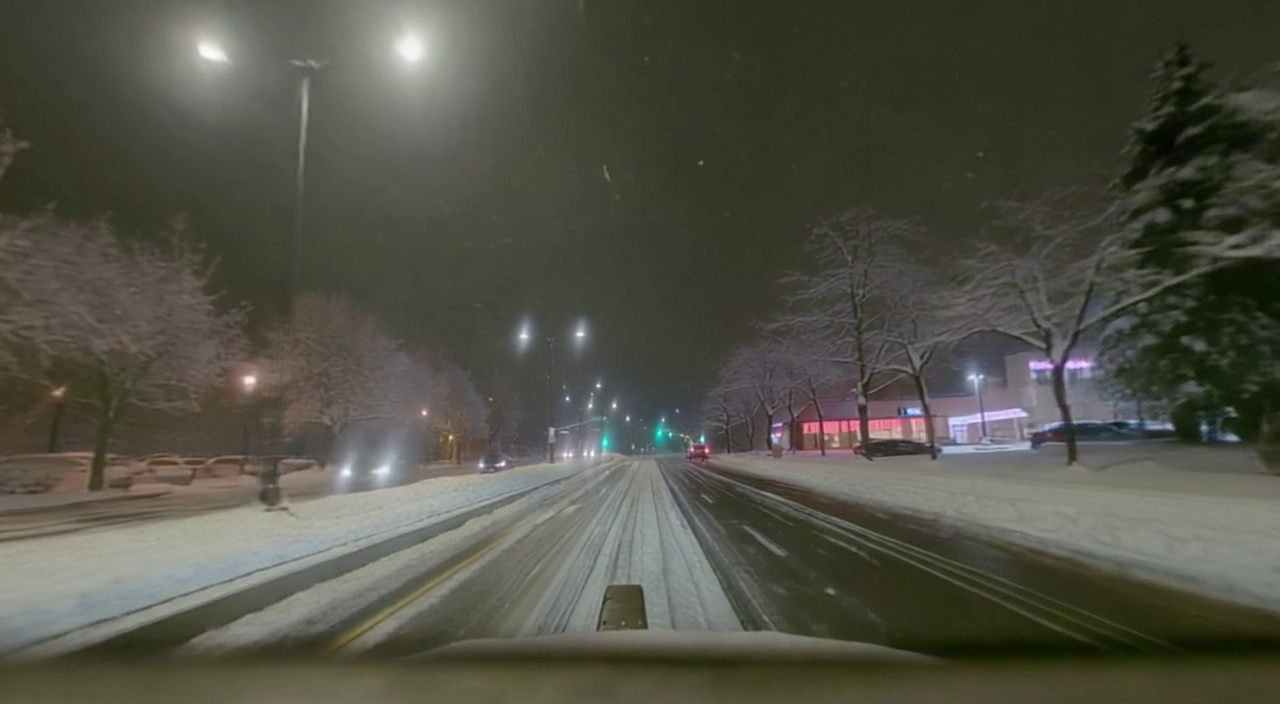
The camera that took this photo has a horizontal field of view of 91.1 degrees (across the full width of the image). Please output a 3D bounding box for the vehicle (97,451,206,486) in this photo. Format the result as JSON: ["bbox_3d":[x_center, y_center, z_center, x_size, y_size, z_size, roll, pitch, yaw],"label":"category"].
[{"bbox_3d":[-29.610,7.038,38.093,5.319,1.985,2.410,-3,-9,16],"label":"vehicle"}]

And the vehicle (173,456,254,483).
[{"bbox_3d":[-30.682,8.416,45.305,4.584,1.790,1.858,5,-10,-30],"label":"vehicle"}]

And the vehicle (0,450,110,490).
[{"bbox_3d":[-40.845,8.092,43.105,6.078,2.123,2.373,7,-4,-17],"label":"vehicle"}]

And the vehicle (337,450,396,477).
[{"bbox_3d":[-19.978,8.147,46.101,2.218,1.788,4.604,0,-9,0],"label":"vehicle"}]

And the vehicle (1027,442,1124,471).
[{"bbox_3d":[27.292,6.567,39.472,4.478,1.746,2.159,0,-8,1],"label":"vehicle"}]

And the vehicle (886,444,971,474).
[{"bbox_3d":[16.758,6.157,36.424,4.313,1.584,2.282,5,-10,-29],"label":"vehicle"}]

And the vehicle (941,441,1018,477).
[{"bbox_3d":[18.754,5.848,34.642,3.754,1.844,2.002,5,-10,-32],"label":"vehicle"}]

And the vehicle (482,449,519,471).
[{"bbox_3d":[-9.992,7.760,45.294,1.880,1.461,4.446,0,-9,-3],"label":"vehicle"}]
